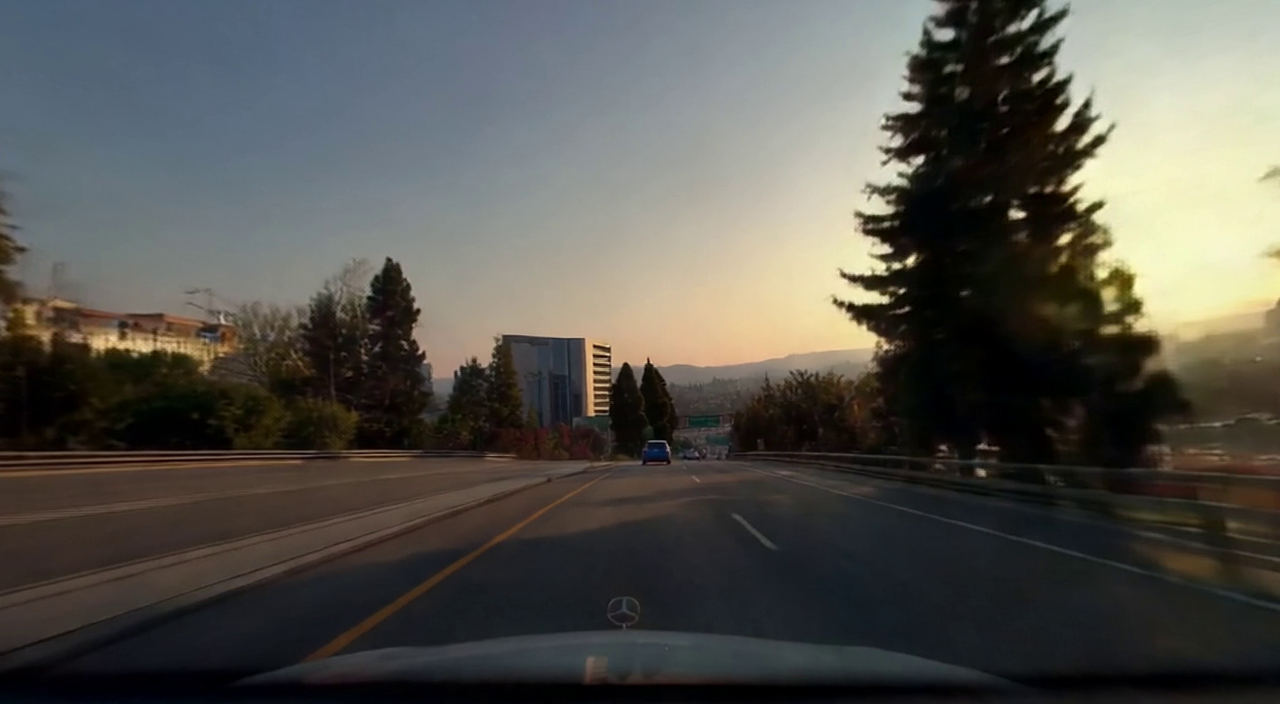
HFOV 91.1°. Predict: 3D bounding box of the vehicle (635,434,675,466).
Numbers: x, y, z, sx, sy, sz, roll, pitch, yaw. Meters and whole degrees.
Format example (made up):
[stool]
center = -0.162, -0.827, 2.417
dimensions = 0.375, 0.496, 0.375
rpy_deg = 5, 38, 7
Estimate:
[vehicle]
center = 1.169, 6.980, 44.772
dimensions = 2.546, 2.126, 5.153
rpy_deg = -1, -8, 5
